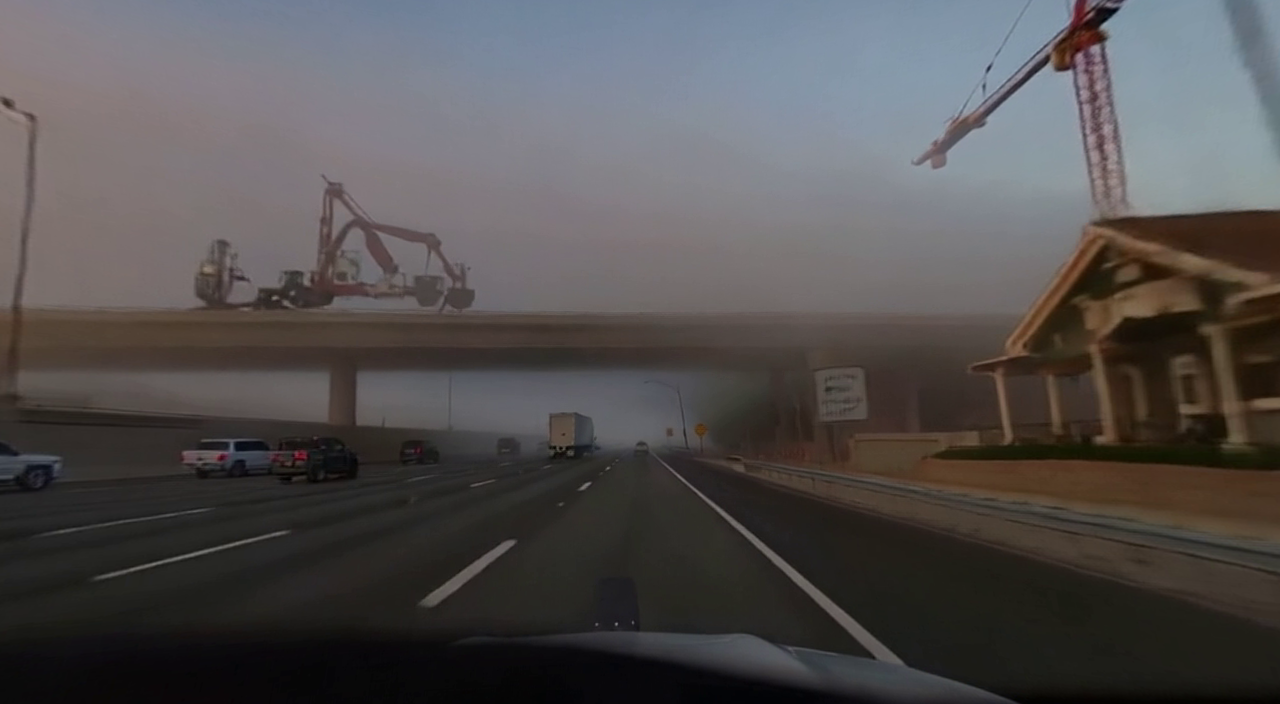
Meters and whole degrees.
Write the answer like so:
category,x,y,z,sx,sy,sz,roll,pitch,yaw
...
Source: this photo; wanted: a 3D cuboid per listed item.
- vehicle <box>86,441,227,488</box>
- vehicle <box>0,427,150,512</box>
category,x,y,z,sx,sy,sz,roll,pitch,yaw
vehicle,-17.971,4.179,23.808,1.866,1.609,4.315,0,-9,0
vehicle,-14.411,2.718,14.896,1.898,1.763,4.644,0,-9,1
